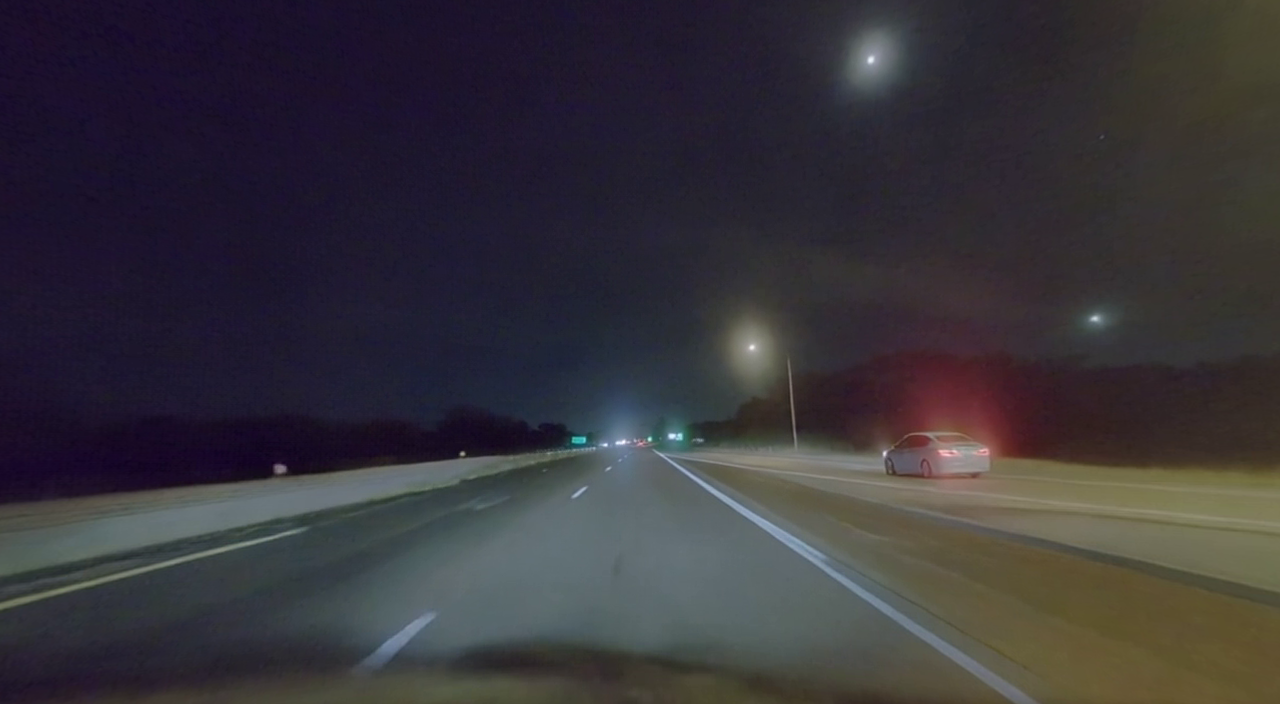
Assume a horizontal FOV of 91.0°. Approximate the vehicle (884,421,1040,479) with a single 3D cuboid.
[{"bbox_3d":[11.940,3.673,23.895,2.328,1.916,5.227,1,-8,-13],"label":"vehicle"}]
